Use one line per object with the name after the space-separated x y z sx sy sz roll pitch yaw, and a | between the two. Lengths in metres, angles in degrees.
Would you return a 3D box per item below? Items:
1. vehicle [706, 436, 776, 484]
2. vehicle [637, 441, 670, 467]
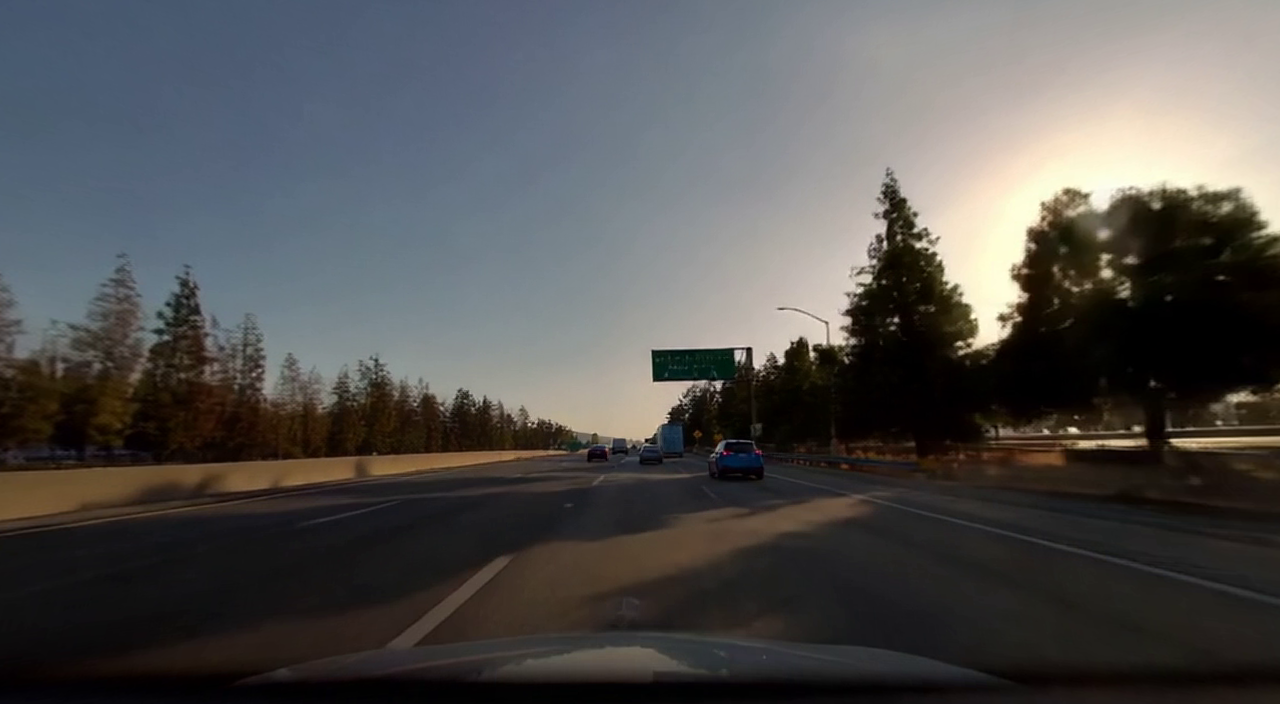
3.929 4.288 25.225 2.082 1.720 4.393 0 -9 0 | vehicle
0.929 7.373 45.737 2.205 1.785 4.423 0 -9 0 | vehicle
